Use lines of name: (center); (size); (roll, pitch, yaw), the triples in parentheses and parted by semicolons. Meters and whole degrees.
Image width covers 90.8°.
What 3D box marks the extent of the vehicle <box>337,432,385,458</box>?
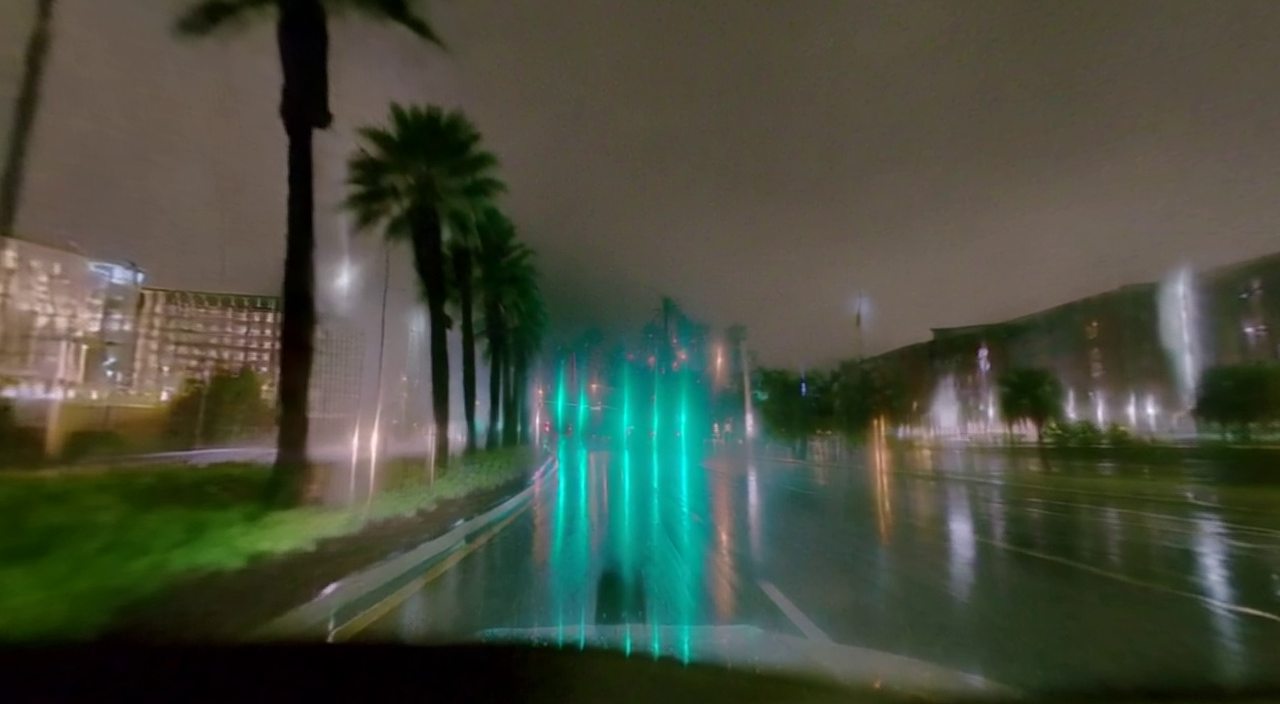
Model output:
vehicle: (-19.852, 6.676, 45.196); (2.025, 1.716, 4.552); (1, -9, -10)
